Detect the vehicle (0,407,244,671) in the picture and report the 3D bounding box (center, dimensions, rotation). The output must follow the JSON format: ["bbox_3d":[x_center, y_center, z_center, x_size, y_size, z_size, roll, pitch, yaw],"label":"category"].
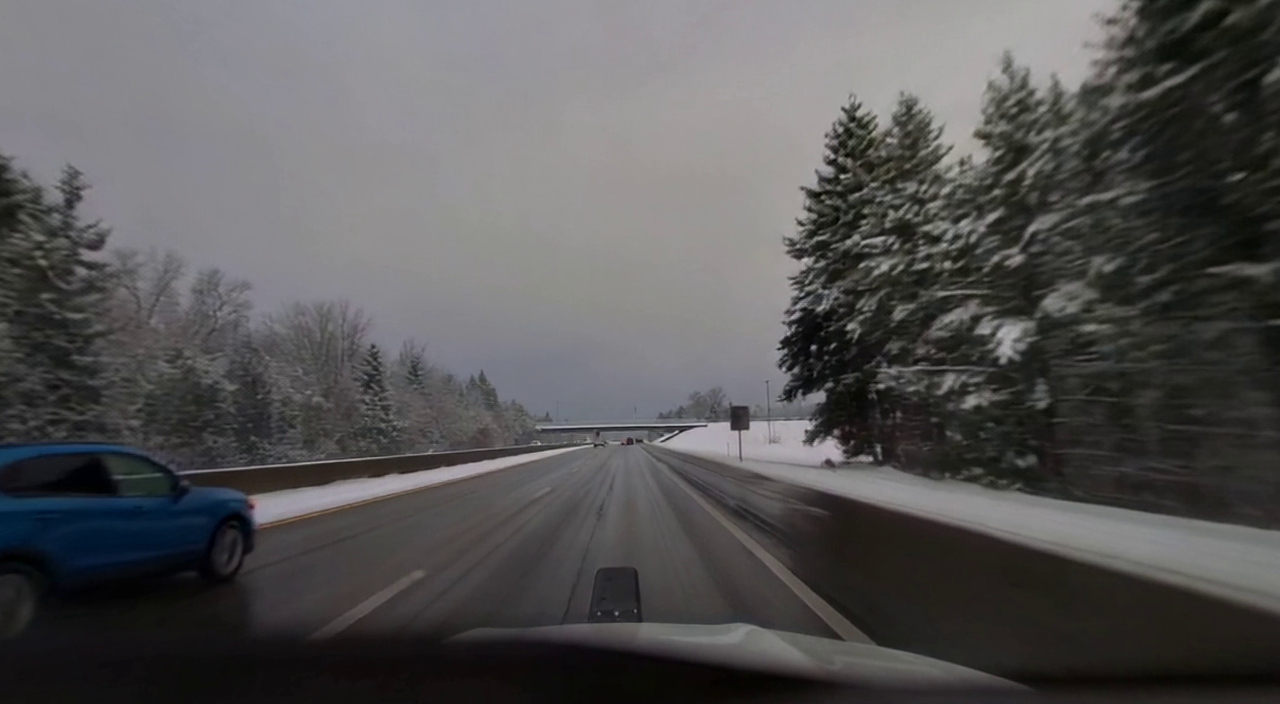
[{"bbox_3d":[-4.691,1.124,3.955,1.965,1.513,3.774,0,-8,-1],"label":"vehicle"}]
